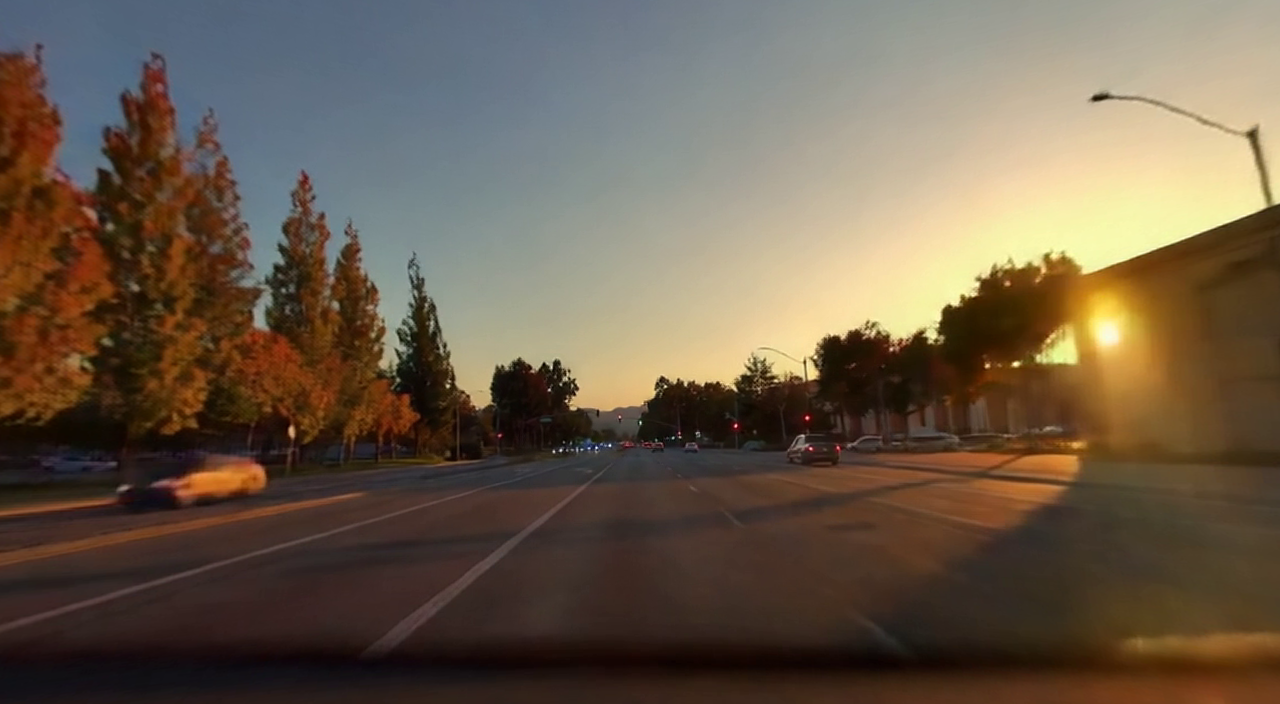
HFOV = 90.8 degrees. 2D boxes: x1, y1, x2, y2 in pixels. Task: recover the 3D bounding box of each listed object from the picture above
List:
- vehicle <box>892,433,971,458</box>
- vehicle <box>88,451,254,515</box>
[{"bbox_3d":[22.154,7.110,48.125,4.893,1.873,2.191,1,-8,-6],"label":"vehicle"},{"bbox_3d":[-14.957,4.137,20.543,1.998,1.785,4.362,0,-8,0],"label":"vehicle"}]
